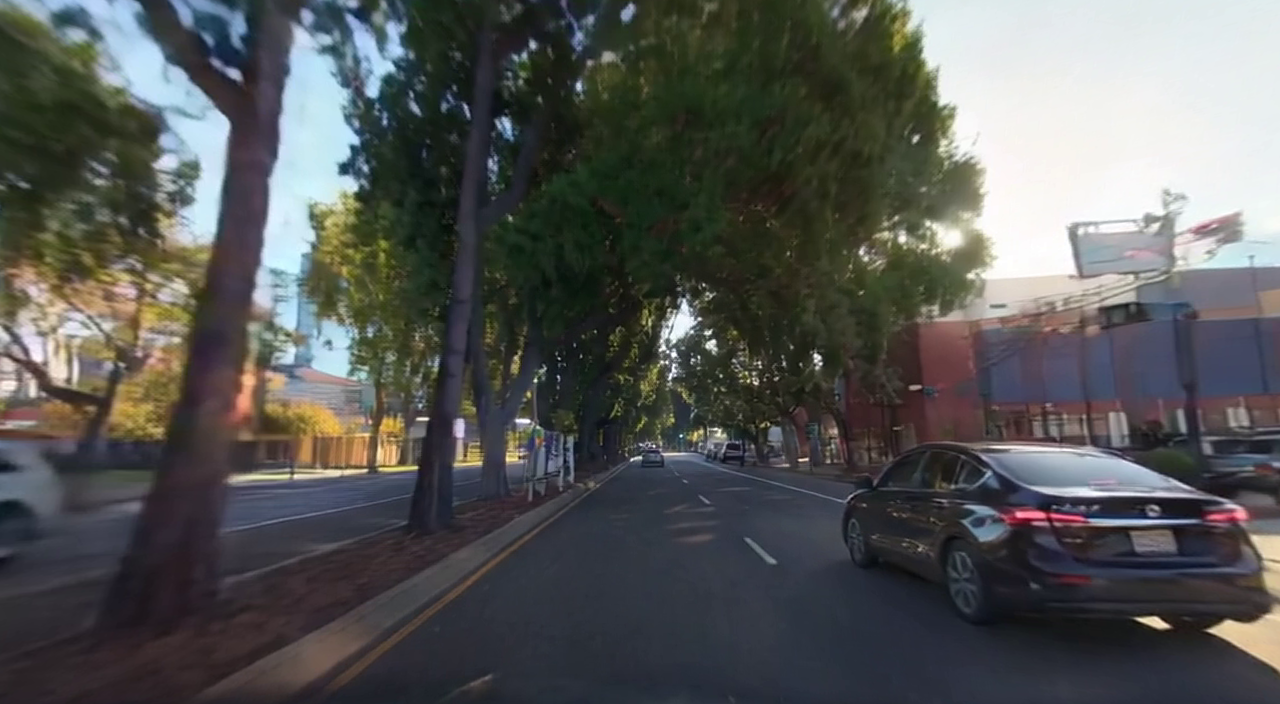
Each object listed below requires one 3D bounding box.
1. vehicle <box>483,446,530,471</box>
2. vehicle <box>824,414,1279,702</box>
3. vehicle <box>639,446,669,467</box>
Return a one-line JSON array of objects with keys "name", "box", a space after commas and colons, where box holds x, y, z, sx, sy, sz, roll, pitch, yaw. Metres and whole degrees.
[{"name": "vehicle", "box": [-8.262, 6.605, 39.332, 1.922, 1.464, 4.201, 0, -8, 1]}, {"name": "vehicle", "box": [3.193, 1.383, 5.405, 1.989, 1.498, 4.050, 0, -8, 0]}, {"name": "vehicle", "box": [0.904, 7.043, 42.832, 1.945, 1.343, 3.827, 0, -8, 0]}]
